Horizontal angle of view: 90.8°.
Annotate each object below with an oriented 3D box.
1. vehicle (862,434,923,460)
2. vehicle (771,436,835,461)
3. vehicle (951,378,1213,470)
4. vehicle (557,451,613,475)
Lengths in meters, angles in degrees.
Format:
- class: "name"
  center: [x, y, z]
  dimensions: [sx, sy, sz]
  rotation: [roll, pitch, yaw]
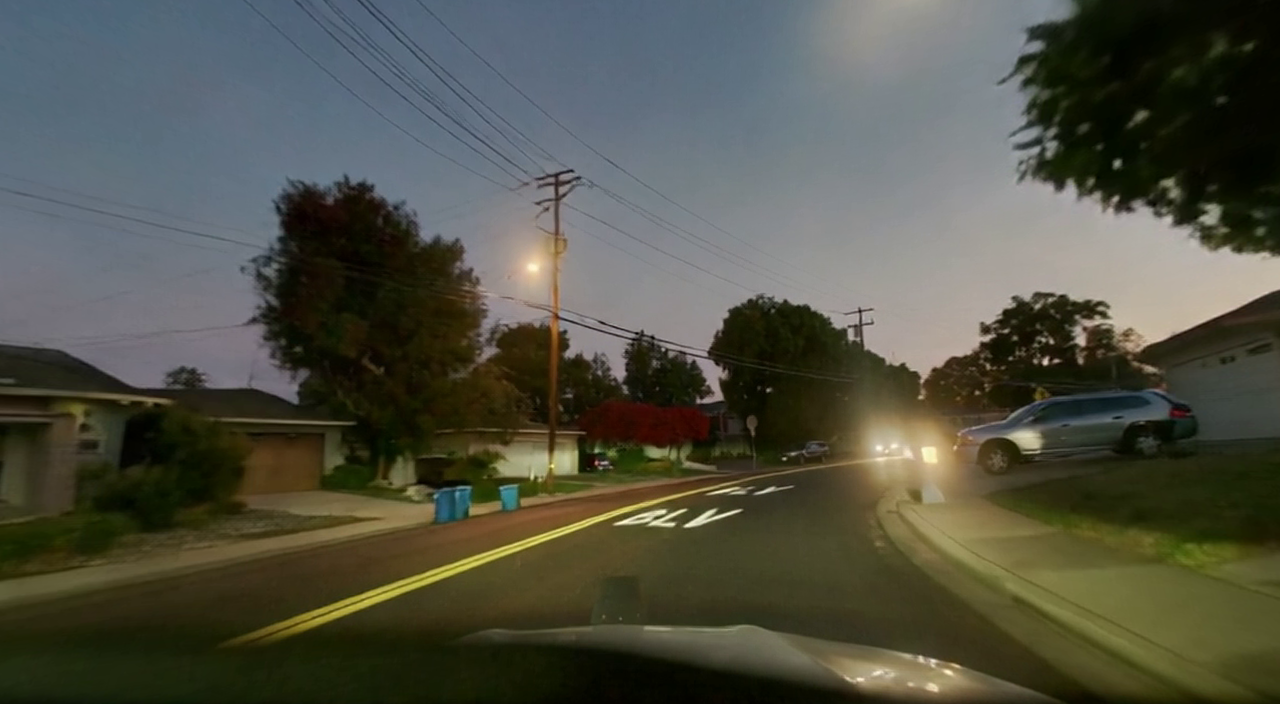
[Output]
- class: "vehicle"
  center: [18.069, 6.834, 45.178]
  dimensions: [4.463, 1.726, 2.056]
  rotation: [8, -14, -40]
- class: "vehicle"
  center: [12.349, 7.339, 48.196]
  dimensions: [2.155, 1.802, 4.758]
  rotation: [4, -9, -25]
- class: "vehicle"
  center: [10.797, 1.896, 15.998]
  dimensions: [5.011, 2.014, 2.056]
  rotation: [-5, -10, 29]
- class: "vehicle"
  center: [-3.791, 7.526, 42.993]
  dimensions: [3.697, 1.489, 1.842]
  rotation: [-8, -11, 44]
